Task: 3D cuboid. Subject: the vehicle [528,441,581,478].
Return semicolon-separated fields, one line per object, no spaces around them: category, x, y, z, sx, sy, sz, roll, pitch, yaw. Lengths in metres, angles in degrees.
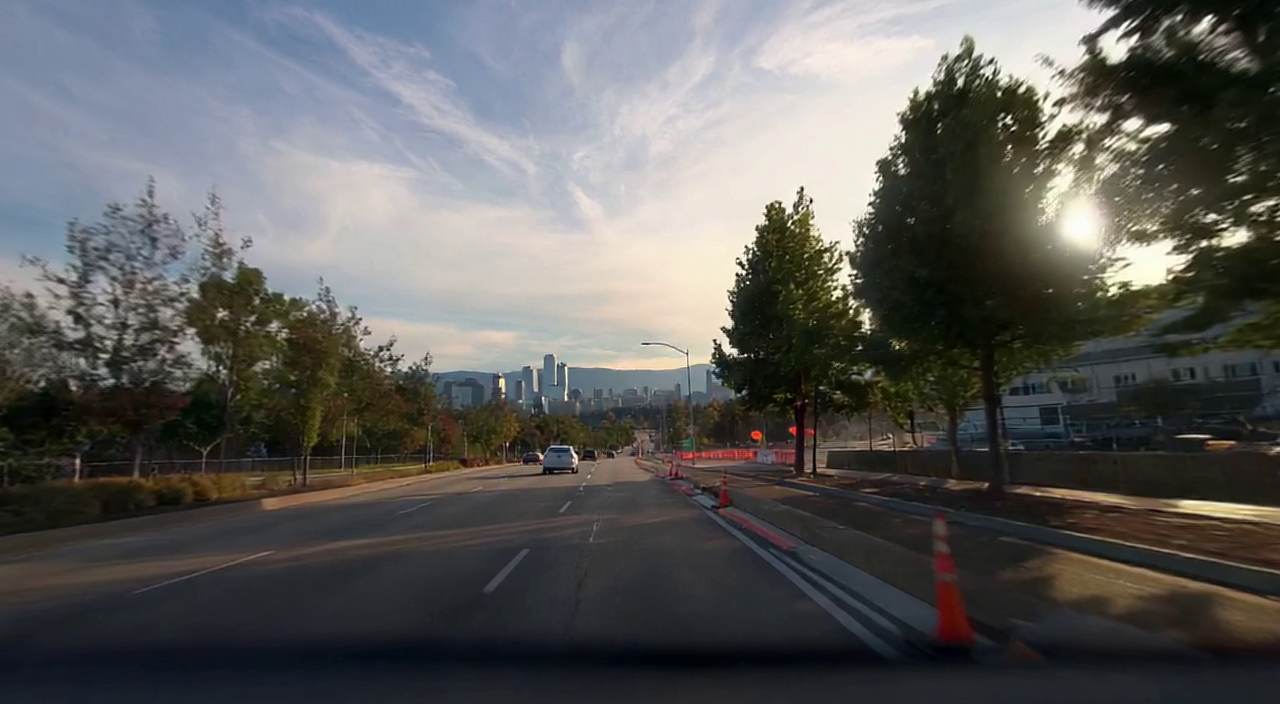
vehicle;-4.101;5.220;30.896;2.121;1.654;3.993;0;-8;-2
